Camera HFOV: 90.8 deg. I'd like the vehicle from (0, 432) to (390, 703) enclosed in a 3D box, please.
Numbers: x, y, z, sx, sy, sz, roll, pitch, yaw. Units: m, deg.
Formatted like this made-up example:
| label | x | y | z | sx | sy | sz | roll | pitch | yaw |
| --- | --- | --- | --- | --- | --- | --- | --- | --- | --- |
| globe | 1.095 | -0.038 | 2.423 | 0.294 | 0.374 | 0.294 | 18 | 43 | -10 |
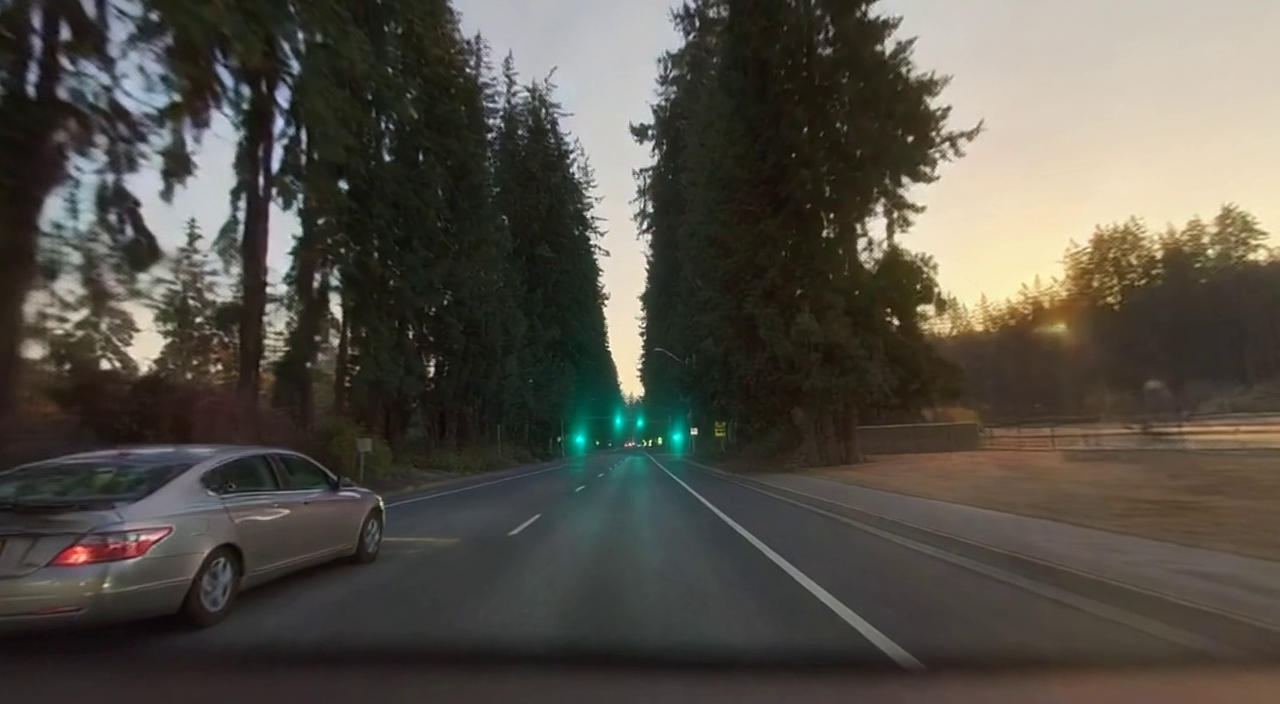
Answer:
| label | x | y | z | sx | sy | sz | roll | pitch | yaw |
| --- | --- | --- | --- | --- | --- | --- | --- | --- | --- |
| vehicle | -3.959 | 1.448 | 5.354 | 1.946 | 1.437 | 4.154 | 0 | -8 | 1 |
